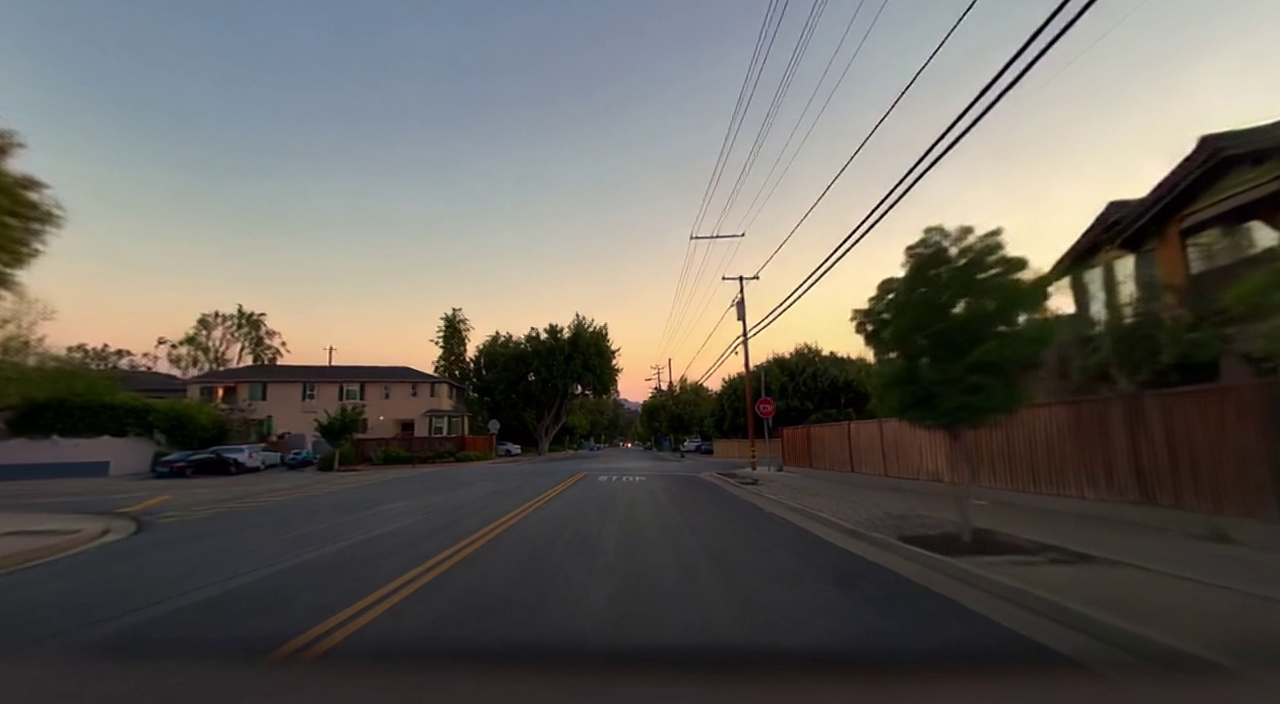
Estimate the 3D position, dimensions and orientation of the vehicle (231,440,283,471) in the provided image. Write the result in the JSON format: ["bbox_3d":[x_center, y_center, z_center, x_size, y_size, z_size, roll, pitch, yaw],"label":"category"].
[{"bbox_3d":[-23.844,6.415,39.502,2.083,1.802,4.455,4,-9,-24],"label":"vehicle"}]

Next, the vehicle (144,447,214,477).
[{"bbox_3d":[-24.202,5.730,33.339,1.955,1.448,4.542,4,-9,-23],"label":"vehicle"}]

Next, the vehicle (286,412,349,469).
[{"bbox_3d":[-20.331,5.835,40.282,2.842,3.181,8.576,4,-11,-23],"label":"vehicle"}]
